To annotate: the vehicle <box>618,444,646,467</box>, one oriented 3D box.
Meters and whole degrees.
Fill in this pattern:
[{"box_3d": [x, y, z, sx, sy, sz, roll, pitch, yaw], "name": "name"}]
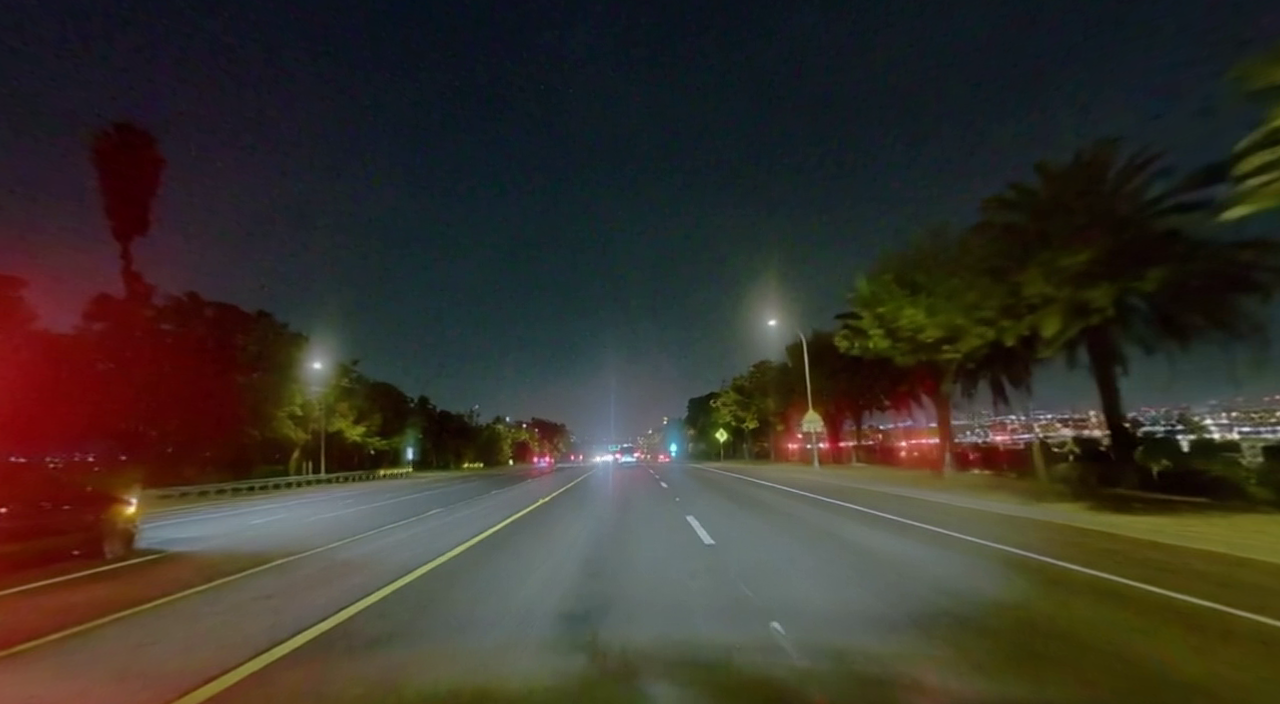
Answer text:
[{"box_3d": [-0.629, 7.897, 48.468, 2.001, 1.688, 4.128, 0, -8, -1], "name": "vehicle"}]
